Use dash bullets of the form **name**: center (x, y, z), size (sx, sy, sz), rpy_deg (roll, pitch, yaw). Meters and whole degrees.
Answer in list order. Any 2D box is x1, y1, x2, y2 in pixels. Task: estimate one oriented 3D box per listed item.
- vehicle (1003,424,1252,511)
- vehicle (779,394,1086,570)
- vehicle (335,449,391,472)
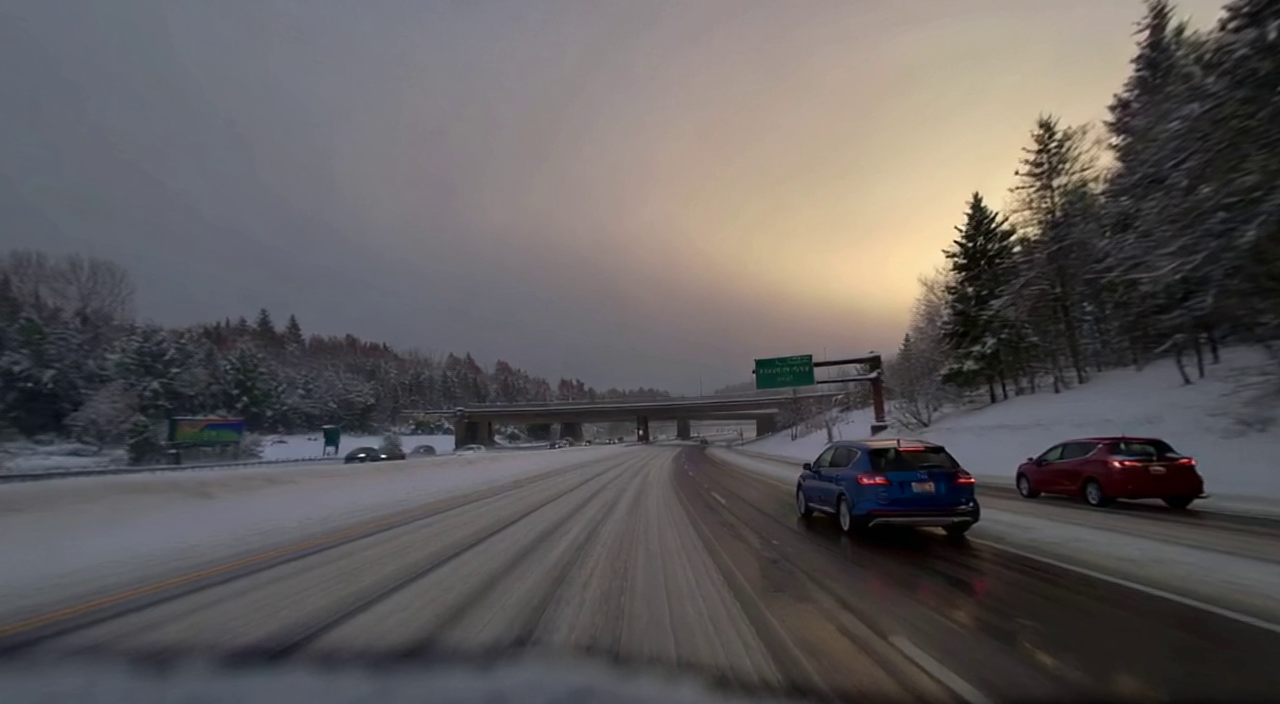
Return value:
- **vehicle**: center (10.519, 2.515, 14.174), size (2.024, 1.628, 4.417), rpy_deg (0, -8, 0)
- **vehicle**: center (3.411, 1.626, 8.604), size (2.019, 1.732, 4.579), rpy_deg (0, -8, 1)
- **vehicle**: center (-19.983, 7.831, 45.710), size (1.800, 1.469, 4.518), rpy_deg (-1, -8, 3)
